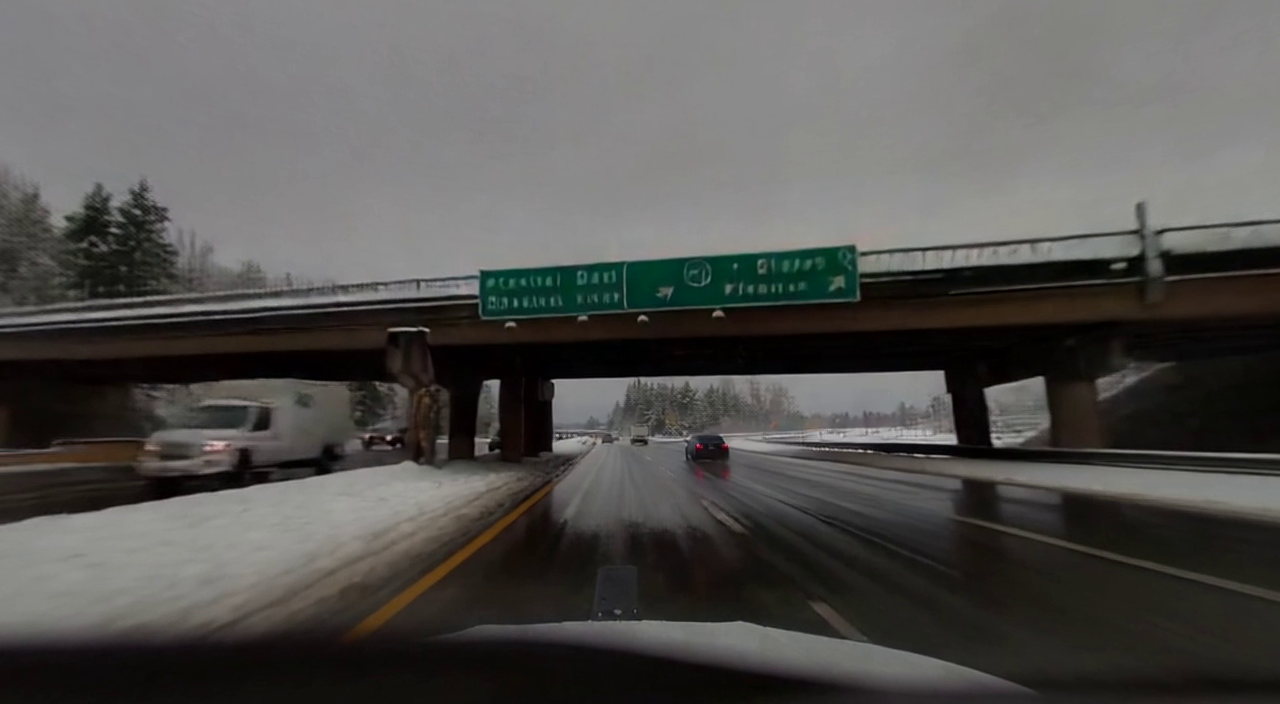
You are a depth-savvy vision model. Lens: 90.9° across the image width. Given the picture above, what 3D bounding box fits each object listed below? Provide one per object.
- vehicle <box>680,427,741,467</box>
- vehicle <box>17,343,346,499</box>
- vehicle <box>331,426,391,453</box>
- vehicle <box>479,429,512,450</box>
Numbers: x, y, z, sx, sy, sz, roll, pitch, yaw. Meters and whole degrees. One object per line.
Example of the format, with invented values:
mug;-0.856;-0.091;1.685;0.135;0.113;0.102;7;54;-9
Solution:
vehicle;2.937;4.037;27.075;1.938;1.578;3.764;0;-8;-3
vehicle;-9.365;1.611;14.204;2.262;2.615;7.071;0;-8;-2
vehicle;-18.020;5.665;40.974;2.132;1.676;4.466;0;-8;-4
vehicle;-10.819;6.563;47.324;1.729;1.450;3.703;0;-8;-3
